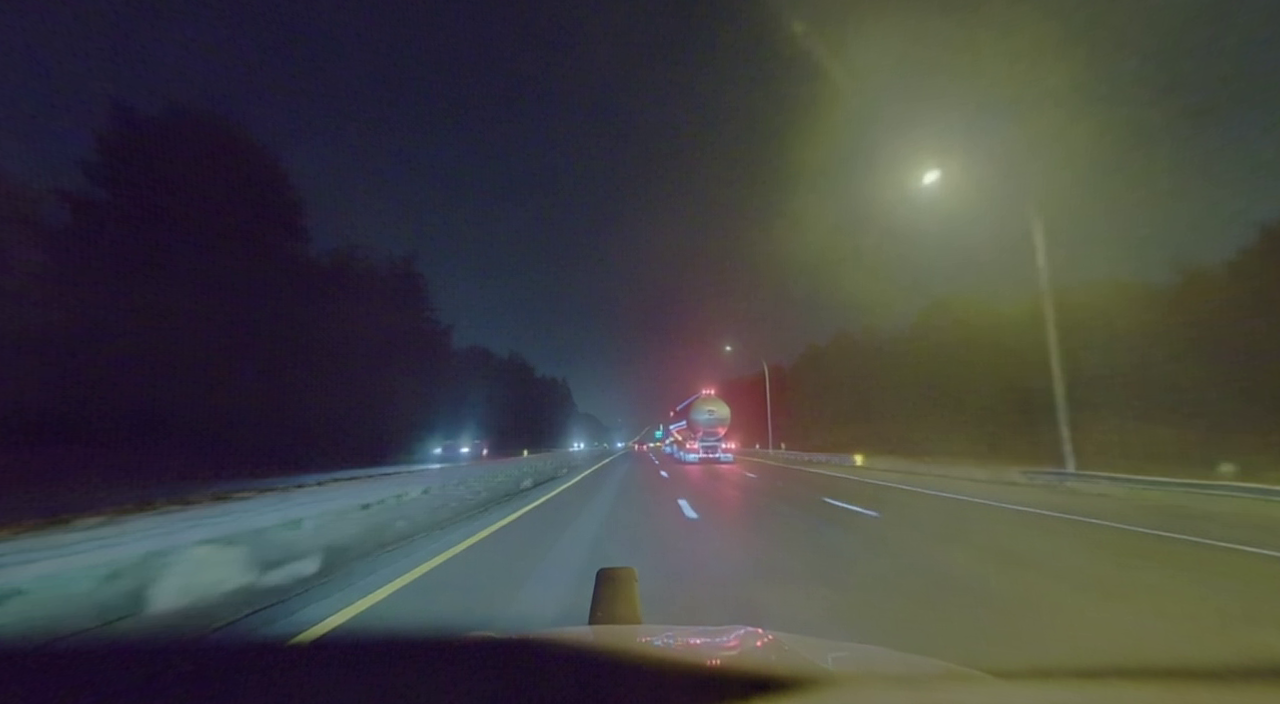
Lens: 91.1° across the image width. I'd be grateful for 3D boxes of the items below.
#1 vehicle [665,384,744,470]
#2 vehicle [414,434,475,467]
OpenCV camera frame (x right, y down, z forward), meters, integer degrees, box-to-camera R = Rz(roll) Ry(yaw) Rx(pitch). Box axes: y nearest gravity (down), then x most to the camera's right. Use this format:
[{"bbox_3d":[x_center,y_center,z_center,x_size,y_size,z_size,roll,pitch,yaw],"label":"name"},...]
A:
[{"bbox_3d":[3.049,4.061,33.356,2.946,3.745,11.516,0,-8,0],"label":"vehicle"},{"bbox_3d":[-11.920,6.024,38.769,2.110,1.862,4.998,0,-8,0],"label":"vehicle"}]
